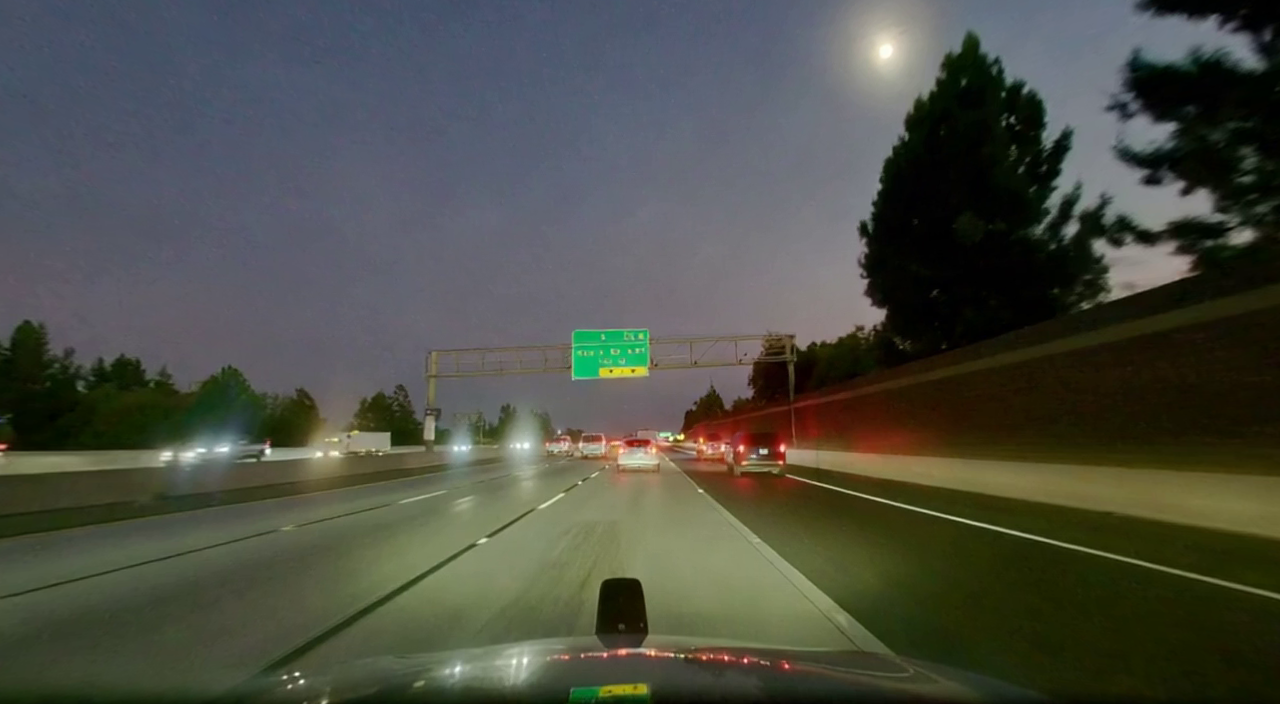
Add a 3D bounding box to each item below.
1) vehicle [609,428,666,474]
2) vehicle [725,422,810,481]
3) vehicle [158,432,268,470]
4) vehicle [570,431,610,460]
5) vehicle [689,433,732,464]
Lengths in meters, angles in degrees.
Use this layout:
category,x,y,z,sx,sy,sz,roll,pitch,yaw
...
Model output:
category,x,y,z,sx,sy,sz,roll,pitch,yaw
vehicle,-0.085,4.219,26.912,2.233,1.804,4.273,0,-9,0
vehicle,4.264,3.434,21.883,2.017,1.847,4.299,0,-9,0
vehicle,-29.173,6.805,43.502,2.645,2.416,6.919,0,-9,1
vehicle,-3.481,6.687,44.971,2.274,1.896,5.571,0,-9,2
vehicle,3.944,5.495,35.976,2.001,1.651,3.916,0,-9,0
